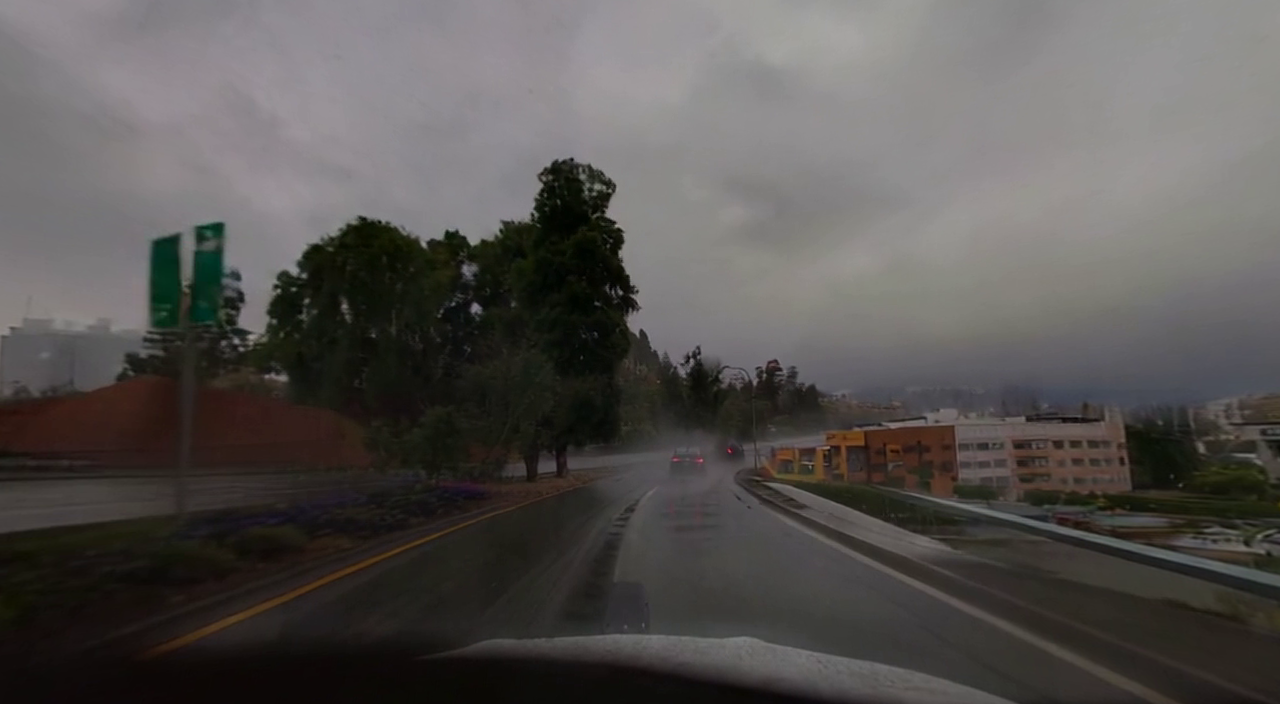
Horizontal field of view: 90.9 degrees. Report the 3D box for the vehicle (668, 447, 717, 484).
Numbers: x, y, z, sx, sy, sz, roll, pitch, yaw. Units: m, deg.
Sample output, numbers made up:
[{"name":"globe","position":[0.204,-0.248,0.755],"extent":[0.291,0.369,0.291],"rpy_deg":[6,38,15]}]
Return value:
[{"name":"vehicle","position":[2.302,4.974,28.023],"extent":[1.956,1.473,4.640],"rpy_deg":[-1,-8,4]}]
